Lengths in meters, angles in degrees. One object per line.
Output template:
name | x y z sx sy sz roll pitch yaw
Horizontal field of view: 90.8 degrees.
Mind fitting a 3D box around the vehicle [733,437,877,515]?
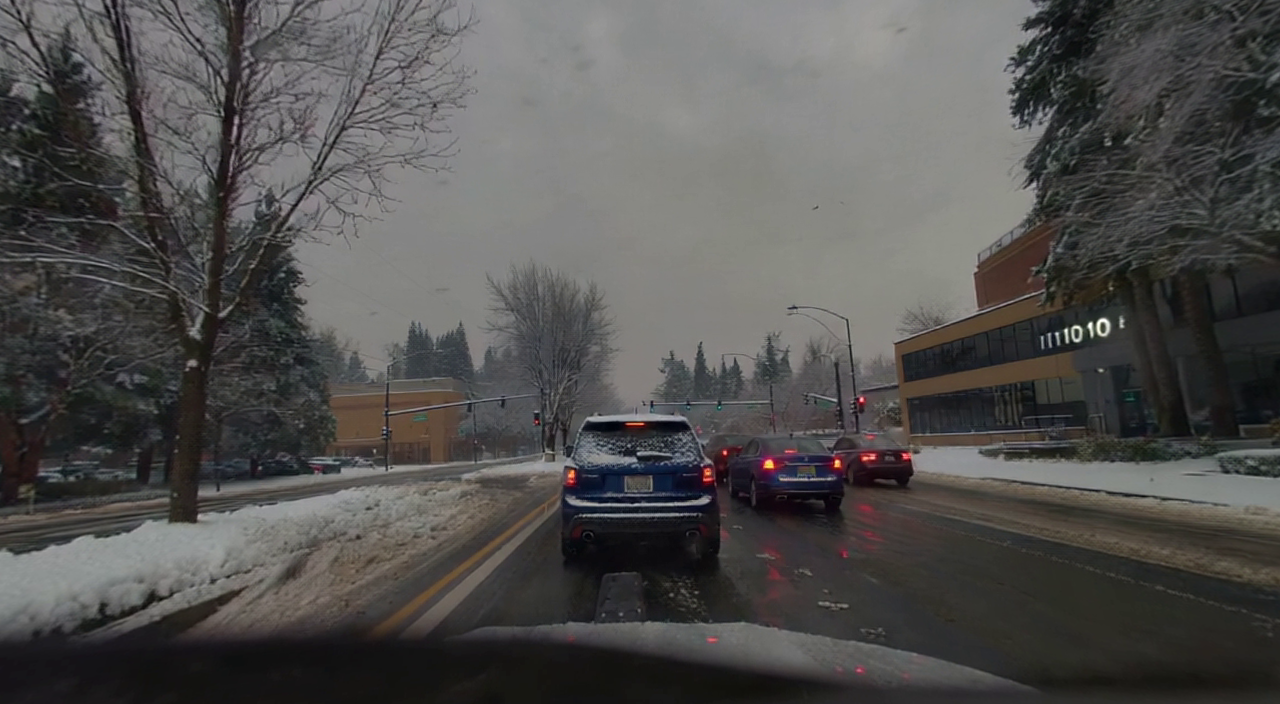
vehicle | 3.491 2.713 14.358 1.997 1.471 4.321 0 -9 -2

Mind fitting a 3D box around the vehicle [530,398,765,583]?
vehicle | 0.061 1.653 8.254 2.266 1.762 4.131 0 -9 0

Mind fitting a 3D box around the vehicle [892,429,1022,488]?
vehicle | 10.861 3.694 22.123 2.123 1.812 4.553 0 -9 -1
